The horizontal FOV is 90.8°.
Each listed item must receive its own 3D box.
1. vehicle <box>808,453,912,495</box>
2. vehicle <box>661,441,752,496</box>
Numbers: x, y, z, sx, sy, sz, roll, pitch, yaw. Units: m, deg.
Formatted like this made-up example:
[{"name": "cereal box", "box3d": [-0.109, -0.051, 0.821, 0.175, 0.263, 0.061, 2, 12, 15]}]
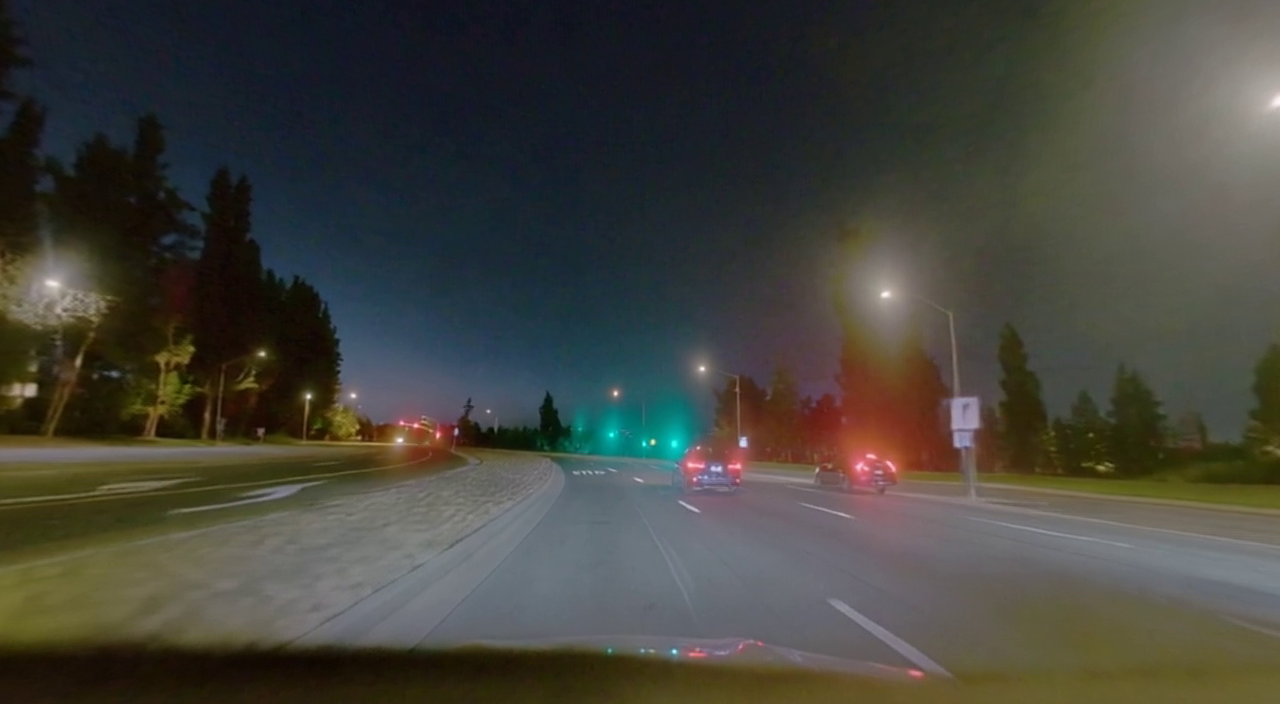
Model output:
[{"name": "vehicle", "box3d": [8.494, 4.732, 24.937, 1.940, 1.460, 4.652, 1, -9, -7]}, {"name": "vehicle", "box3d": [2.092, 3.856, 21.356, 2.122, 1.646, 4.525, 1, -9, -6]}]
